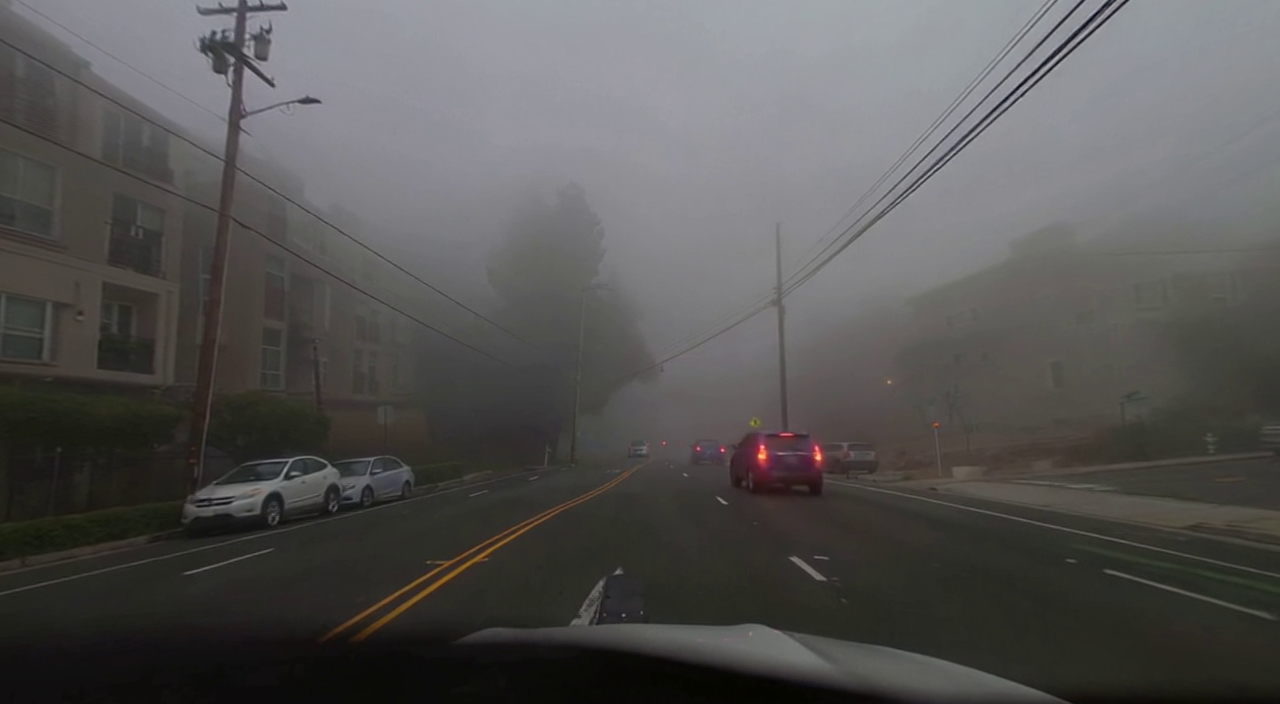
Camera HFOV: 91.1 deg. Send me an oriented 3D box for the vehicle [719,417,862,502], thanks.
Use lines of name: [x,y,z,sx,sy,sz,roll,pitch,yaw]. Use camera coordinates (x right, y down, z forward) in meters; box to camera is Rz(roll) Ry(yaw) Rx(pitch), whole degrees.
vehicle: [3.628,2.732,16.333,2.368,1.840,4.896,0,-8,-2]

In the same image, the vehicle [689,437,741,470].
vehicle: [3.727,5.111,31.875,2.028,1.552,4.370,0,-8,-1]

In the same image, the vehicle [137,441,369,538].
vehicle: [-8.483,3.002,14.490,2.381,1.825,4.652,0,-8,0]
